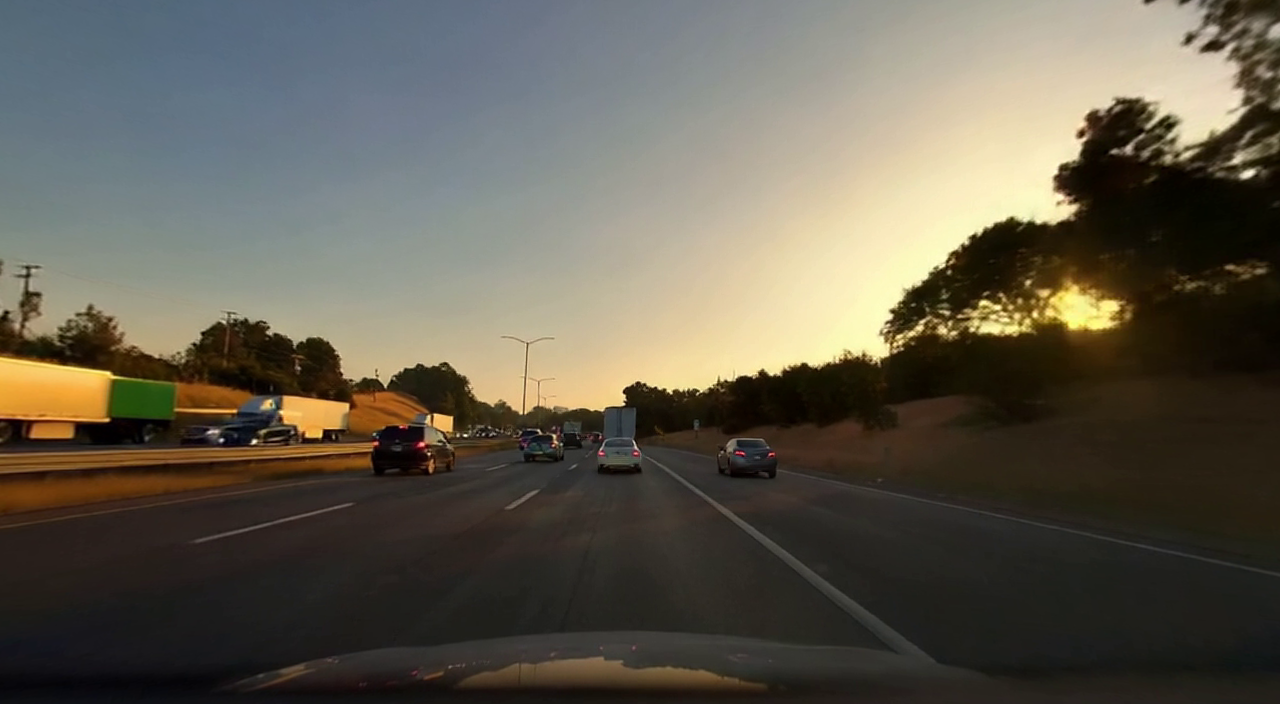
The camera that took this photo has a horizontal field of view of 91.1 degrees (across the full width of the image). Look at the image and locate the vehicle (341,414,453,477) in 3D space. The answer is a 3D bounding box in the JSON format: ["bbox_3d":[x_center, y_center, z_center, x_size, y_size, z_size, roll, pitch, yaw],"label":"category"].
[{"bbox_3d":[-8.343,3.260,22.159,2.158,1.943,4.662,0,-8,-1],"label":"vehicle"}]

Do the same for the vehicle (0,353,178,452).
[{"bbox_3d":[-27.671,2.476,28.752,2.852,4.024,14.120,0,-8,-2],"label":"vehicle"}]

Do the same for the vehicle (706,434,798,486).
[{"bbox_3d":[3.503,3.433,20.525,1.981,1.474,4.396,0,-8,-3],"label":"vehicle"}]

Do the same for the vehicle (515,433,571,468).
[{"bbox_3d":[-4.515,4.653,30.022,2.046,1.493,4.384,0,-8,-1],"label":"vehicle"}]

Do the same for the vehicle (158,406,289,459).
[{"bbox_3d":[-15.220,2.995,23.314,1.919,1.761,4.413,0,-8,-2],"label":"vehicle"}]

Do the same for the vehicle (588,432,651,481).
[{"bbox_3d":[-0.688,3.503,21.475,1.980,1.478,3.758,0,-8,-1],"label":"vehicle"}]

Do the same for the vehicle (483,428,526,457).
[{"bbox_3d":[-9.017,6.085,42.297,1.992,1.838,4.493,0,-8,-1],"label":"vehicle"}]

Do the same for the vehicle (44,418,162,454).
[{"bbox_3d":[-23.270,3.671,27.459,1.773,1.462,3.985,0,-8,-3],"label":"vehicle"}]
